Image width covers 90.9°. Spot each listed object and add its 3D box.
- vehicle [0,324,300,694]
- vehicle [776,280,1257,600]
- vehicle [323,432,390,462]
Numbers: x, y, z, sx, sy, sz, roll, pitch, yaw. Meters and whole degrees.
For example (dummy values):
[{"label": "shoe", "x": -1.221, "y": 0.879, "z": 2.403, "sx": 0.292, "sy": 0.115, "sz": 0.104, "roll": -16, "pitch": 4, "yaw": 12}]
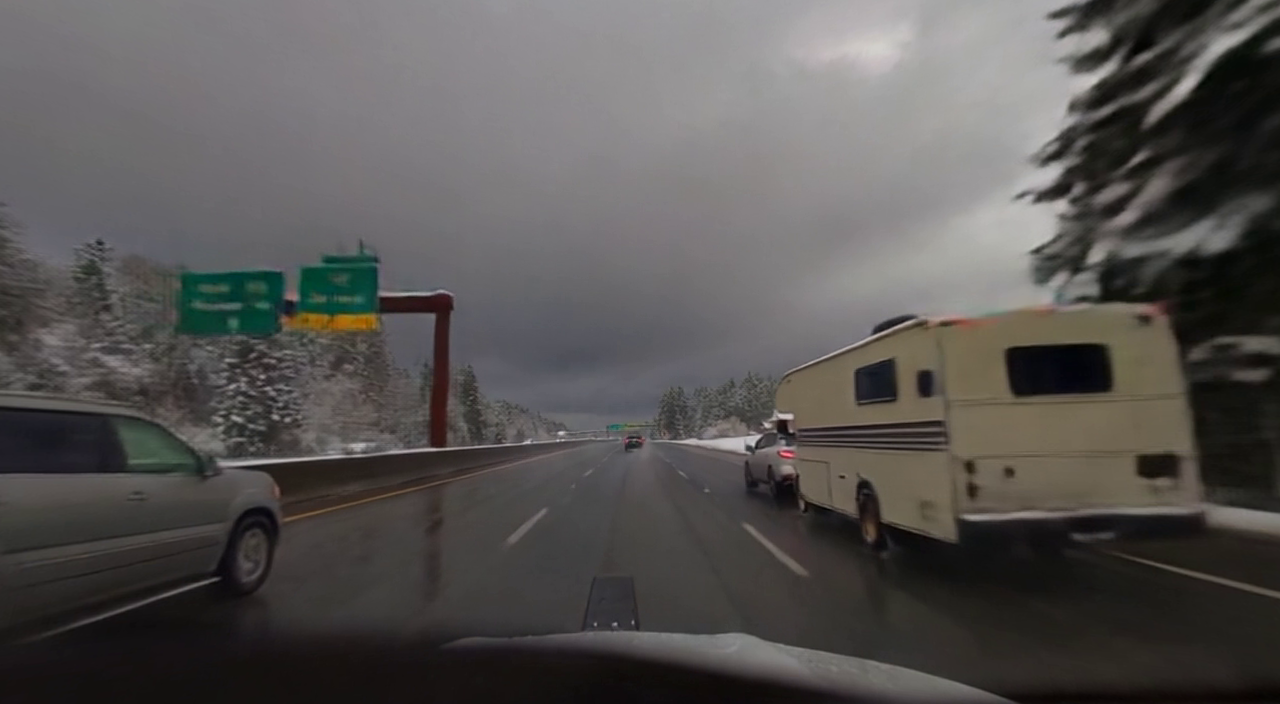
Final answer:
[{"label": "vehicle", "x": -4.067, "y": 0.796, "z": 3.361, "sx": 2.061, "sy": 1.732, "sz": 4.457, "roll": 0, "pitch": -8, "yaw": -1}, {"label": "vehicle", "x": 3.746, "y": 1.070, "z": 8.077, "sx": 2.590, "sy": 2.680, "sz": 5.445, "roll": 0, "pitch": -8, "yaw": -2}, {"label": "vehicle", "x": -16.341, "y": 5.481, "z": 36.601, "sx": 1.947, "sy": 1.633, "sz": 4.262, "roll": 0, "pitch": -8, "yaw": -1}]
